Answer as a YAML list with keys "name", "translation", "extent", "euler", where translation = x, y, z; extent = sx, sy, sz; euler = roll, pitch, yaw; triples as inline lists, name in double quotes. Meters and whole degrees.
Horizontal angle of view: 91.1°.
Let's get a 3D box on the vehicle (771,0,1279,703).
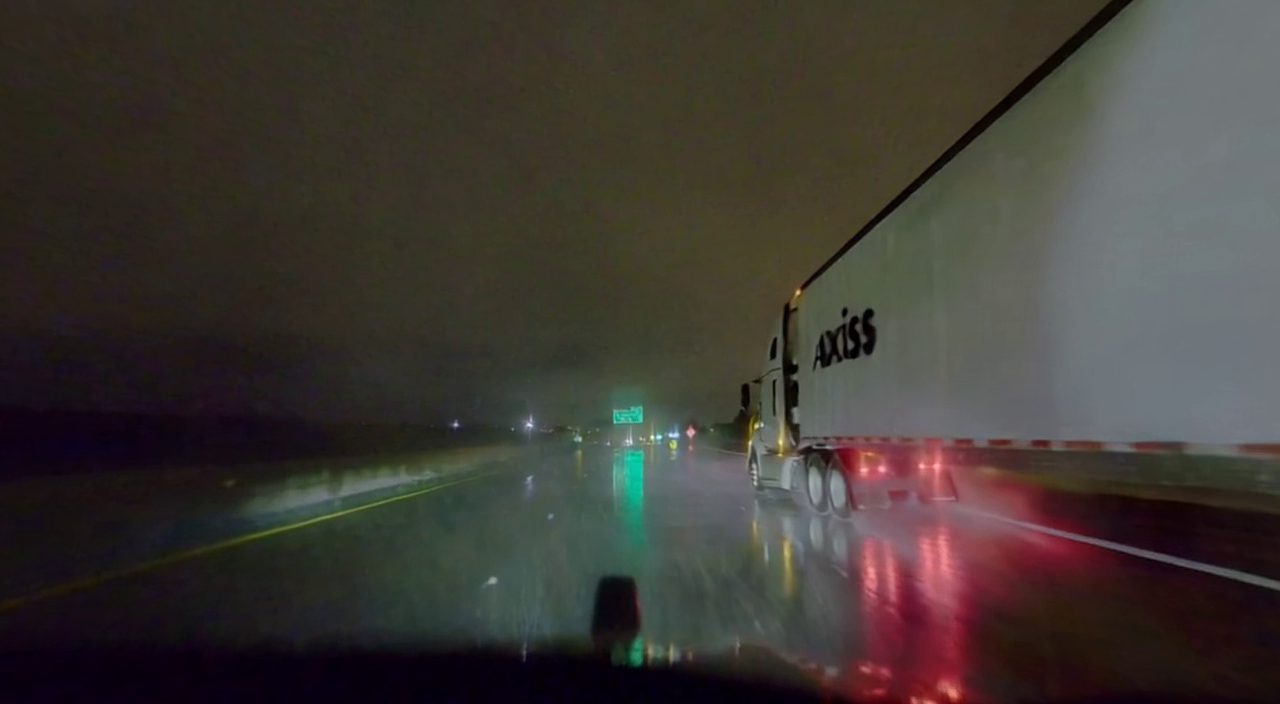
- name: "vehicle"
  translation: [4.397, 0.318, 7.769]
  extent: [3.162, 3.950, 10.161]
  euler: [0, -8, -1]
